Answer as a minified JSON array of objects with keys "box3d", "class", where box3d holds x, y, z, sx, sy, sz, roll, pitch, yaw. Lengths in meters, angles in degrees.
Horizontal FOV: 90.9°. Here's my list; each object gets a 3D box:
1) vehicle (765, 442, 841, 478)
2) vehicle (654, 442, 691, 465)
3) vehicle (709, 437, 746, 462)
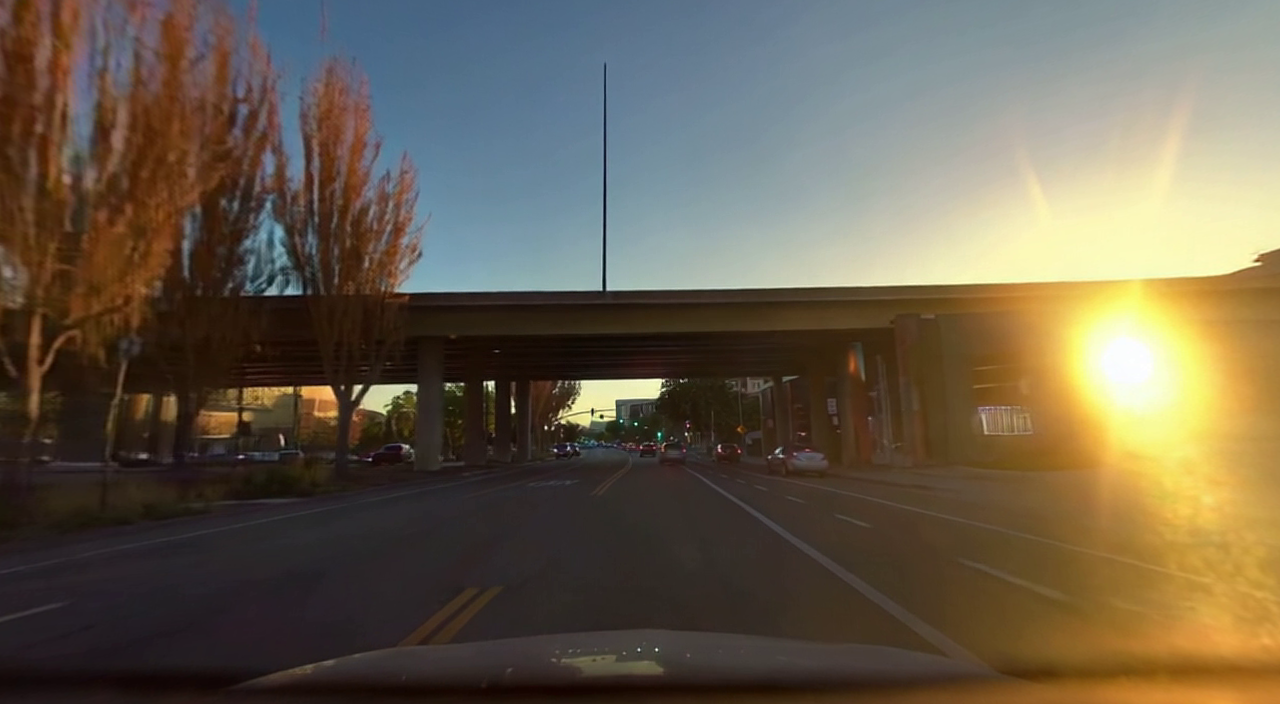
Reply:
[{"box3d":[7.043,4.690,27.720,2.035,1.435,4.481,0,-9,-1],"class":"vehicle"},{"box3d":[2.111,6.757,42.003,2.280,1.475,4.051,0,-9,0],"class":"vehicle"},{"box3d":[6.874,7.709,49.911,2.154,1.915,4.908,0,-9,-1],"class":"vehicle"}]
